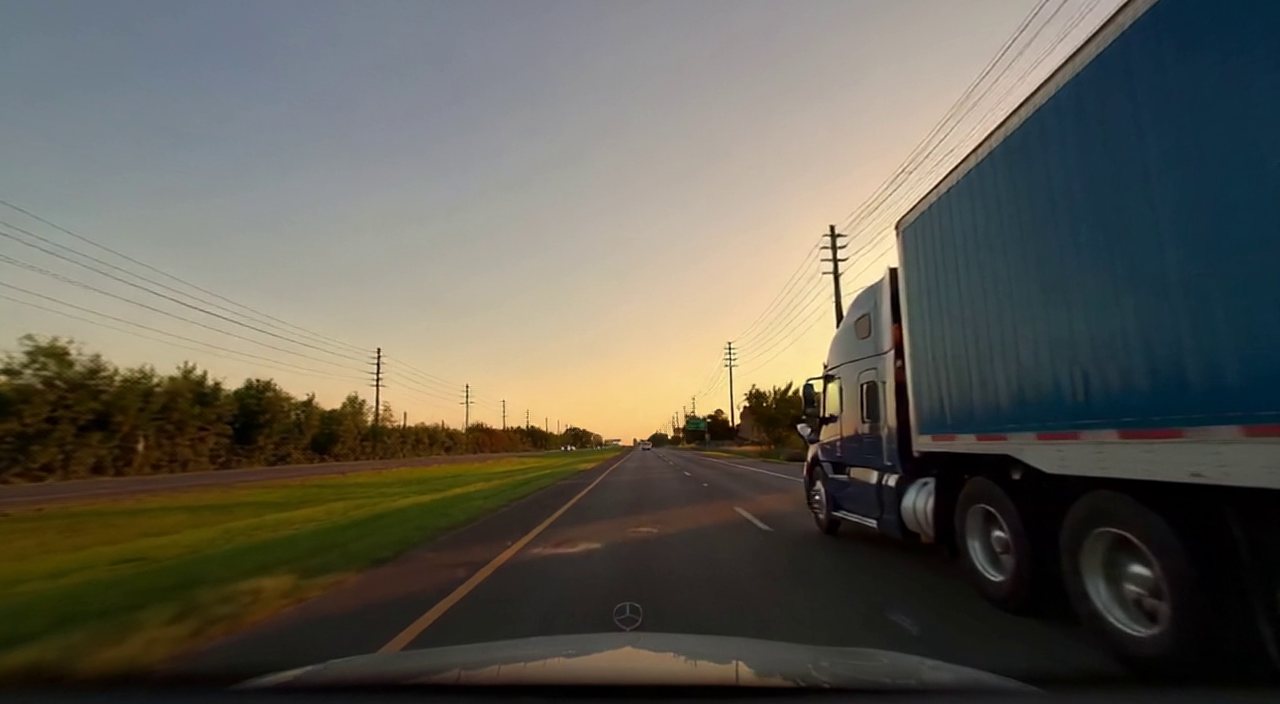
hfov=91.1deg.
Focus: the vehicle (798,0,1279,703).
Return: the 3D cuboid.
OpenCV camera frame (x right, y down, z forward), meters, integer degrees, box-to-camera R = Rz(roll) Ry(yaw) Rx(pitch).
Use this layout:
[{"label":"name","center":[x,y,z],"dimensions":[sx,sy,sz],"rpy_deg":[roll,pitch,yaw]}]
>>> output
[{"label":"vehicle","center":[4.015,0.206,5.354],"dimensions":[3.031,3.879,8.478],"rpy_deg":[0,-8,0]}]
